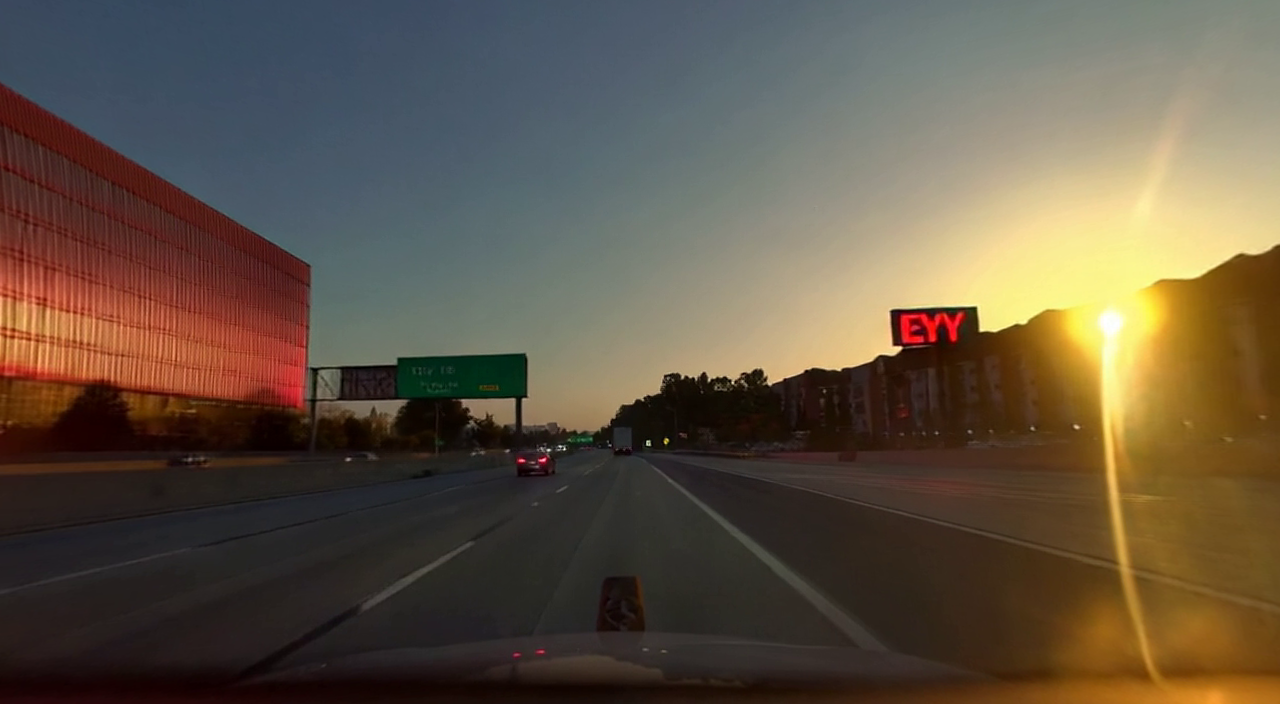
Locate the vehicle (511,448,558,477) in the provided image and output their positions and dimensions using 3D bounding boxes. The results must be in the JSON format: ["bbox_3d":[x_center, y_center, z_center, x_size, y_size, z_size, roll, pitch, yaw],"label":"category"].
[{"bbox_3d":[-5.830,6.134,35.335,1.943,1.510,4.201,0,-9,-1],"label":"vehicle"}]
